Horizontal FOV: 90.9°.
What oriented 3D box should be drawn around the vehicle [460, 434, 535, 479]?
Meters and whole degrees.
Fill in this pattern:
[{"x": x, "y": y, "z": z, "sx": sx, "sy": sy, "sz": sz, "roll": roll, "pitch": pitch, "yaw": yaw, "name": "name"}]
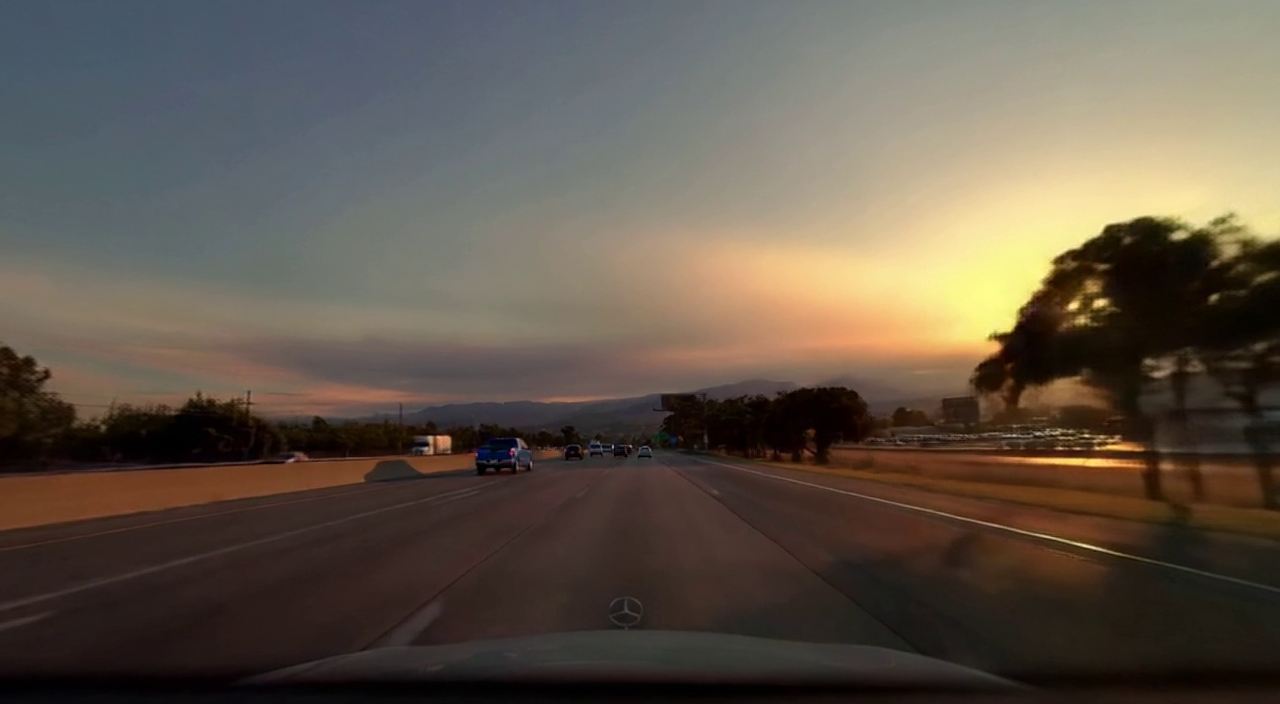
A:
[{"x": -6.673, "y": 5.001, "z": 30.414, "sx": 2.156, "sy": 1.911, "sz": 5.956, "roll": 0, "pitch": -9, "yaw": 1, "name": "vehicle"}]
